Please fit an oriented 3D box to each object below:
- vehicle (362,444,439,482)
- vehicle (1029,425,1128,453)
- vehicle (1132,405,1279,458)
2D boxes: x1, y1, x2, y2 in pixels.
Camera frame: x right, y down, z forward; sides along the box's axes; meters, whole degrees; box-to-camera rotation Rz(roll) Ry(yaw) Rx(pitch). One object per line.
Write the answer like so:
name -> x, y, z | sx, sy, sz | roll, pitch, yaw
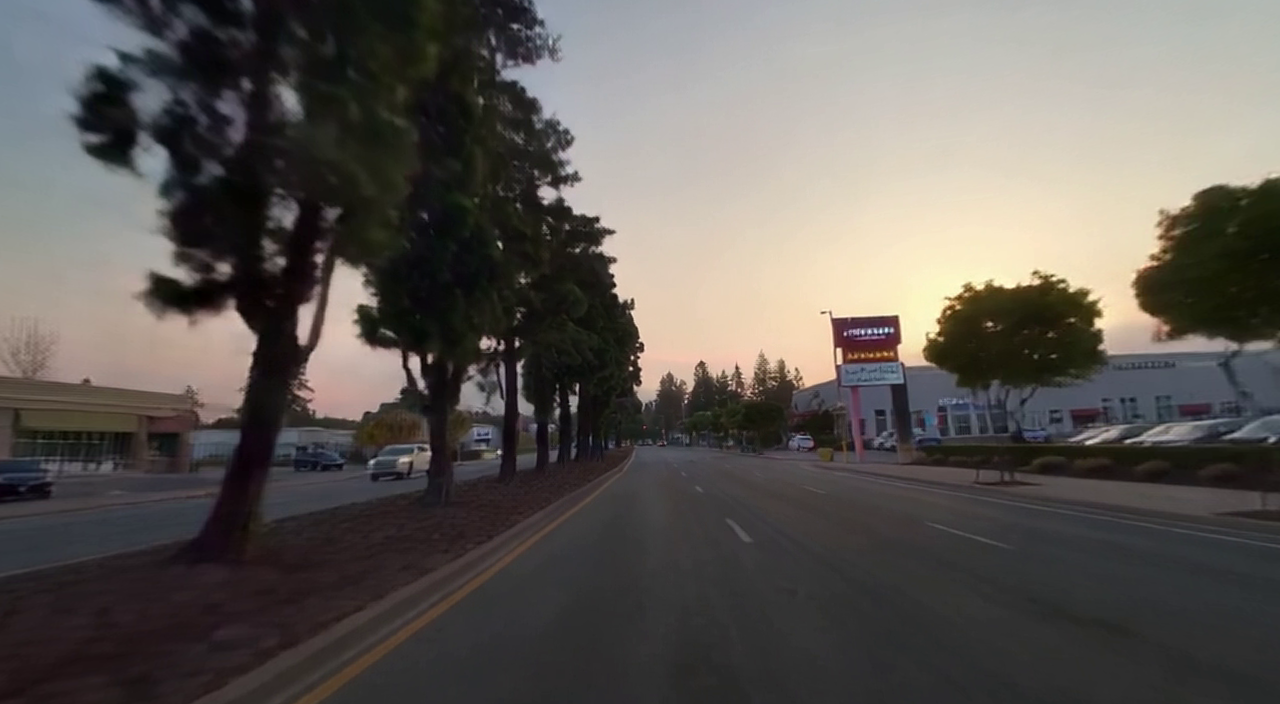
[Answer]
vehicle -> -11.103, 5.145, 29.588 | 1.896, 1.593, 4.014 | 0, -9, 2
vehicle -> 22.453, 4.474, 32.458 | 3.547, 1.360, 1.951 | -1, -9, 3
vehicle -> 21.895, 2.884, 23.373 | 5.505, 1.592, 2.166 | -3, -7, -1
